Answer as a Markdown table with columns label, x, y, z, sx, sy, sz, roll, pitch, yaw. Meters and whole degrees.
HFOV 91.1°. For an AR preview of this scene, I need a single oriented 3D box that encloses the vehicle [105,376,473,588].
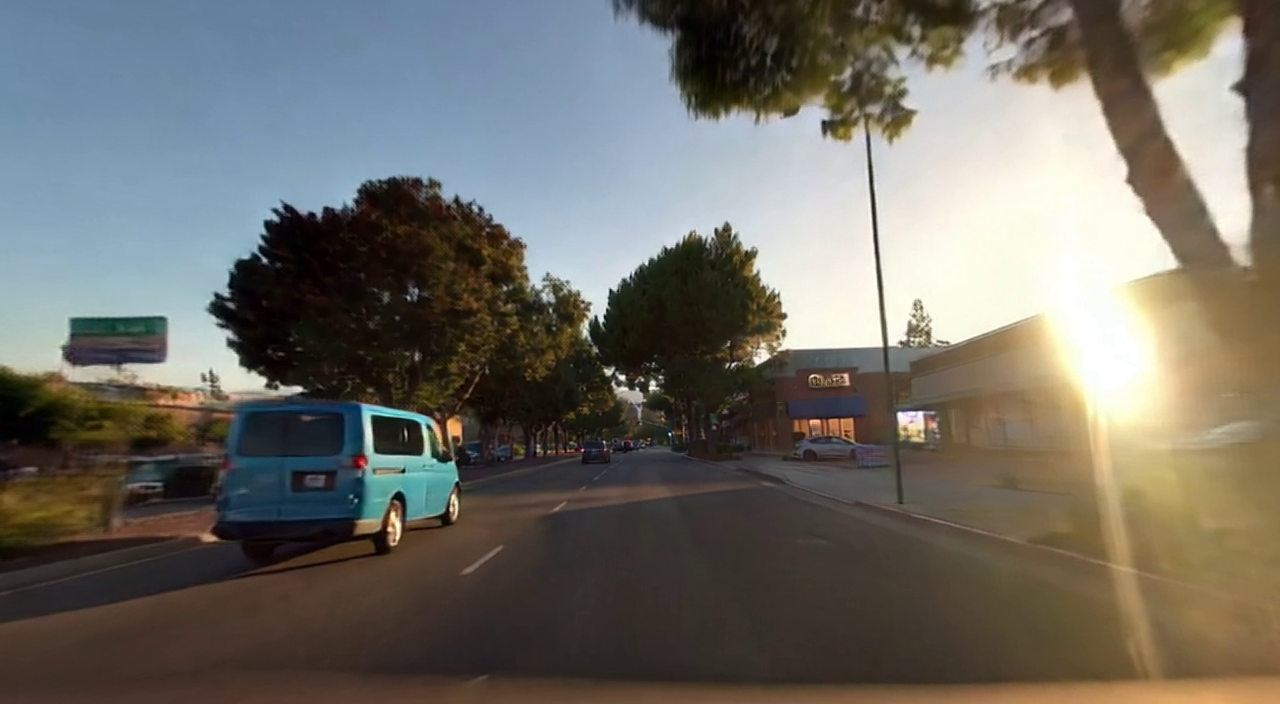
| label | x | y | z | sx | sy | sz | roll | pitch | yaw |
| --- | --- | --- | --- | --- | --- | --- | --- | --- | --- |
| vehicle | -3.992 | 1.578 | 8.499 | 2.152 | 1.987 | 4.952 | 0 | -8 | -1 |

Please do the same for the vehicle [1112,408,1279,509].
| label | x | y | z | sx | sy | sz | roll | pitch | yaw |
| --- | --- | --- | --- | --- | --- | --- | --- | --- | --- |
| vehicle | 10.788 | 1.761 | 10.636 | 3.935 | 1.518 | 1.985 | 0 | -8 | -1 |

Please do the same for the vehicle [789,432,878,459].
| label | x | y | z | sx | sy | sz | roll | pitch | yaw |
| --- | --- | --- | --- | --- | --- | --- | --- | --- | --- |
| vehicle | 11.371 | 5.528 | 37.116 | 4.607 | 1.471 | 1.982 | 0 | -8 | 0 |
